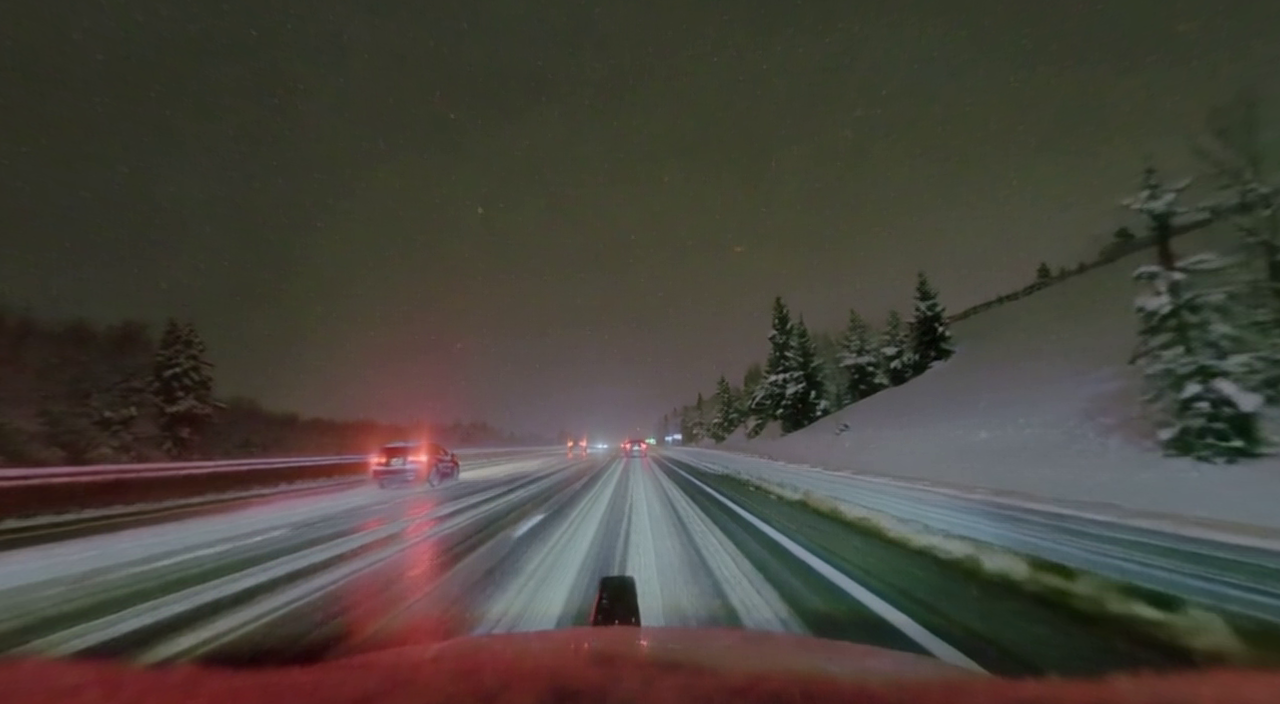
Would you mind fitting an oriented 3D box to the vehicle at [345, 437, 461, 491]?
[{"bbox_3d":[-7.358,3.503,20.166,1.939,1.504,4.727,0,-8,-1],"label":"vehicle"}]

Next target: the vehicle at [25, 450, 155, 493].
[{"bbox_3d":[-23.050,5.003,26.624,1.953,1.578,3.980,0,-8,-2],"label":"vehicle"}]

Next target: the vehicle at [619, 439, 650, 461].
[{"bbox_3d":[-0.383,6.886,44.210,2.072,1.440,3.690,0,-8,-1],"label":"vehicle"}]
